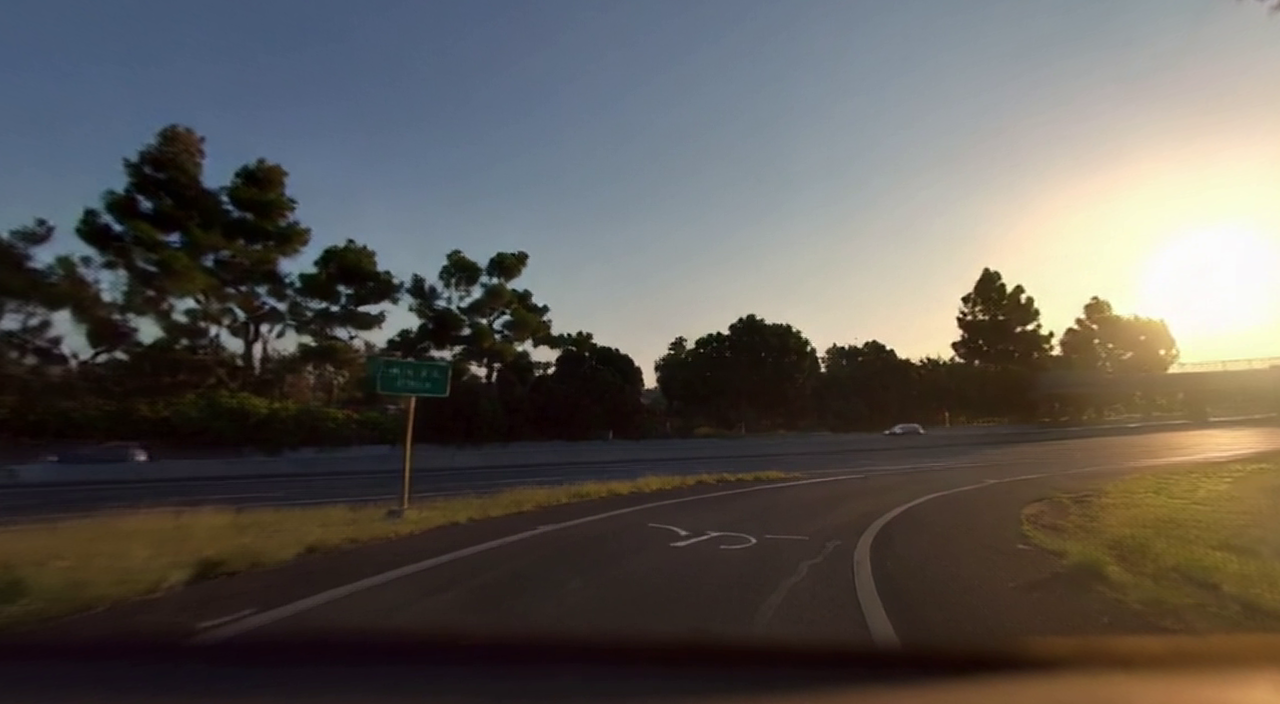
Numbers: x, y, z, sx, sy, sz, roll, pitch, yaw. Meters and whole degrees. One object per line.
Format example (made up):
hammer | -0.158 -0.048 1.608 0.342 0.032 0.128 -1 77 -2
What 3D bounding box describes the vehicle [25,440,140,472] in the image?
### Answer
vehicle | -26.564 4.963 30.221 3.706 1.442 1.743 4 -10 -29
